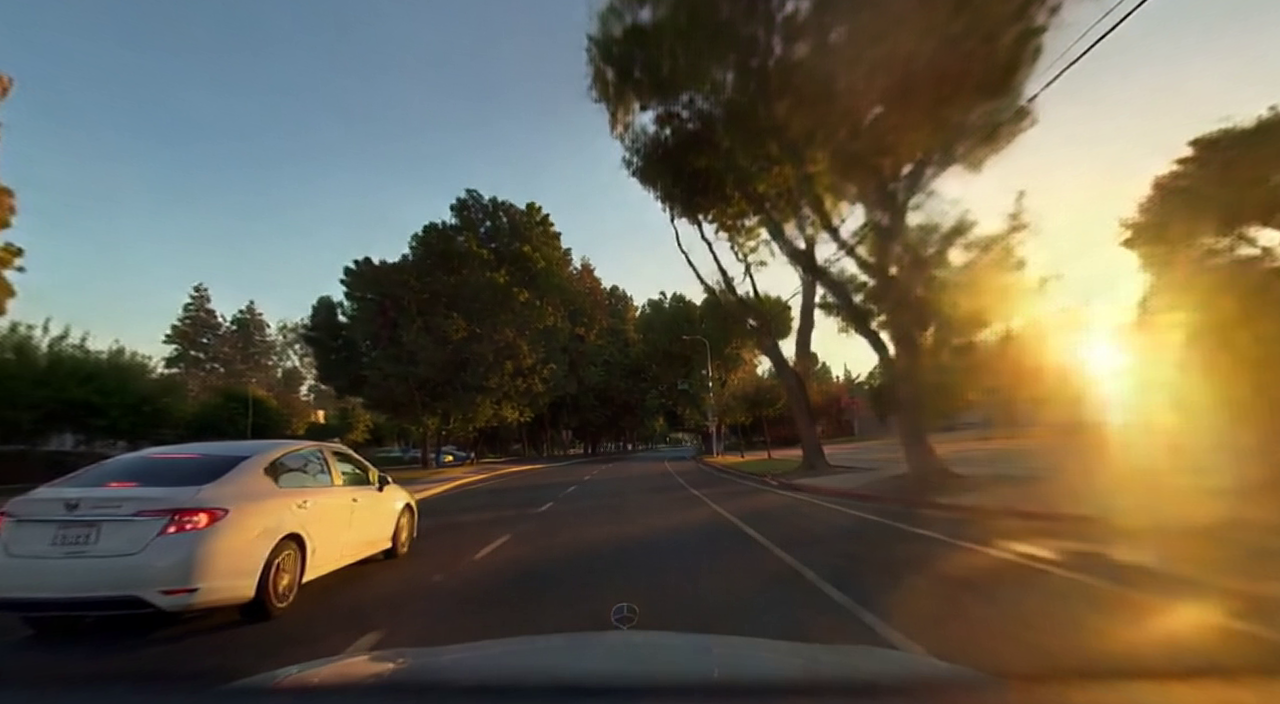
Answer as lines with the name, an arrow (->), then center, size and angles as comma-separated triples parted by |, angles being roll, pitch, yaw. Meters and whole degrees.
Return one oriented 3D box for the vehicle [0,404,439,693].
vehicle -> -3.463, 1.361, 5.574 | 1.915, 1.521, 4.283 | 0, -8, 1
